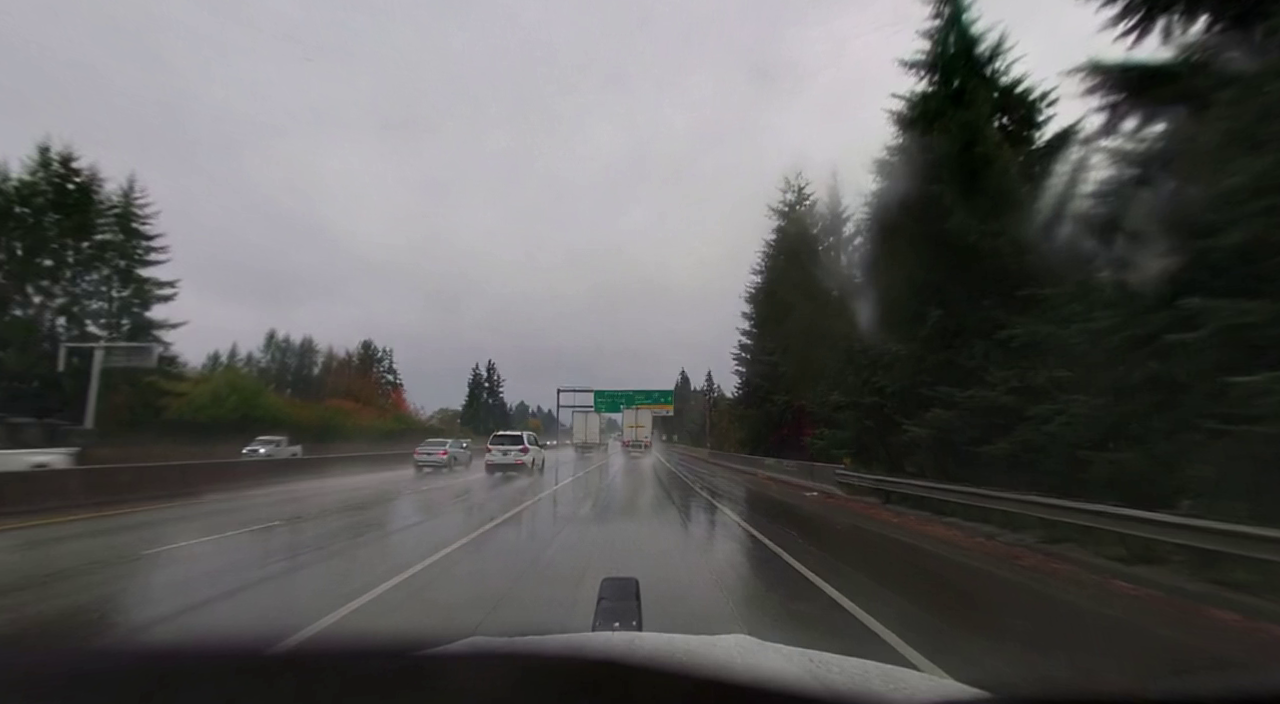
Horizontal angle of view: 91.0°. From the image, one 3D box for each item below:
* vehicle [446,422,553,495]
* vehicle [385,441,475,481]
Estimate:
[{"bbox_3d":[-3.948,3.089,18.712,2.127,1.839,4.984,0,-8,-1],"label":"vehicle"},{"bbox_3d":[-7.874,4.110,24.085,1.946,1.365,4.420,0,-8,0],"label":"vehicle"}]
